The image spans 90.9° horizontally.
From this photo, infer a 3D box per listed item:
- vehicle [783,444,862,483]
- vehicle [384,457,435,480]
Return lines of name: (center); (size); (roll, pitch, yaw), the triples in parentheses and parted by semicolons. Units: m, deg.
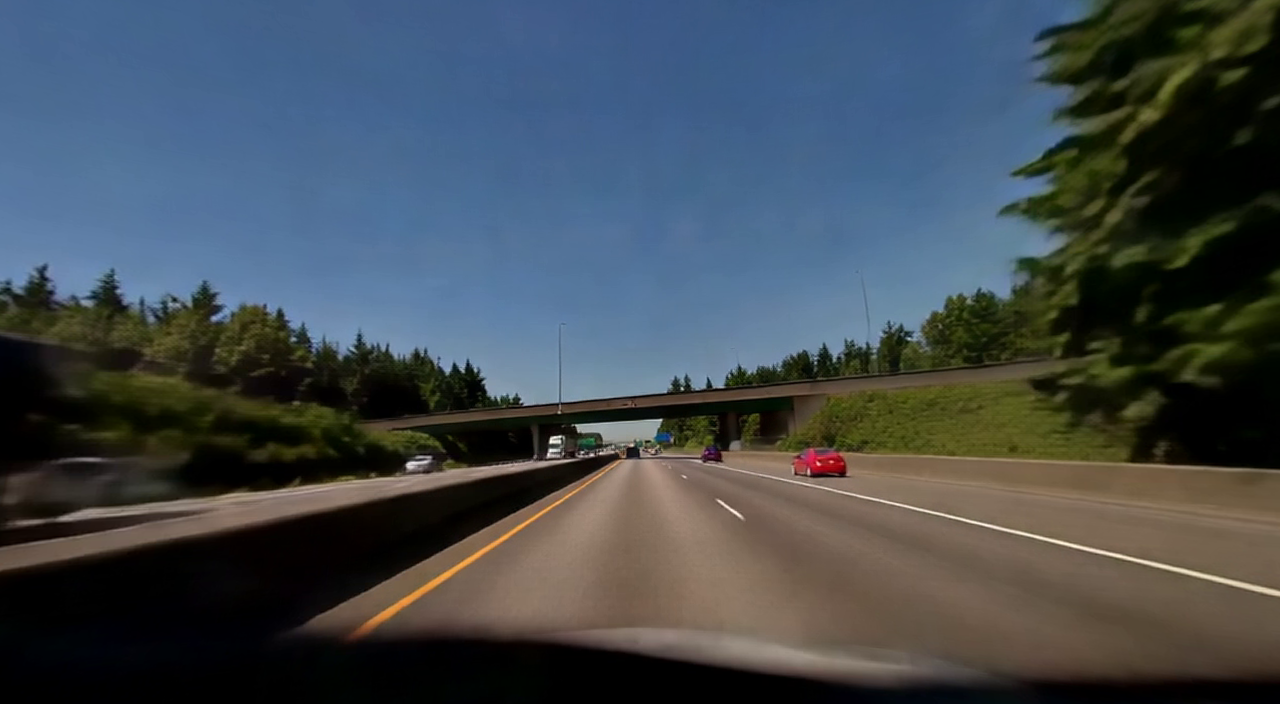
vehicle: (7.368, 4.542, 25.916); (1.987, 1.473, 4.244); (0, -9, 0)
vehicle: (-16.013, 8.084, 43.989); (2.048, 1.446, 3.900); (0, -9, 0)
